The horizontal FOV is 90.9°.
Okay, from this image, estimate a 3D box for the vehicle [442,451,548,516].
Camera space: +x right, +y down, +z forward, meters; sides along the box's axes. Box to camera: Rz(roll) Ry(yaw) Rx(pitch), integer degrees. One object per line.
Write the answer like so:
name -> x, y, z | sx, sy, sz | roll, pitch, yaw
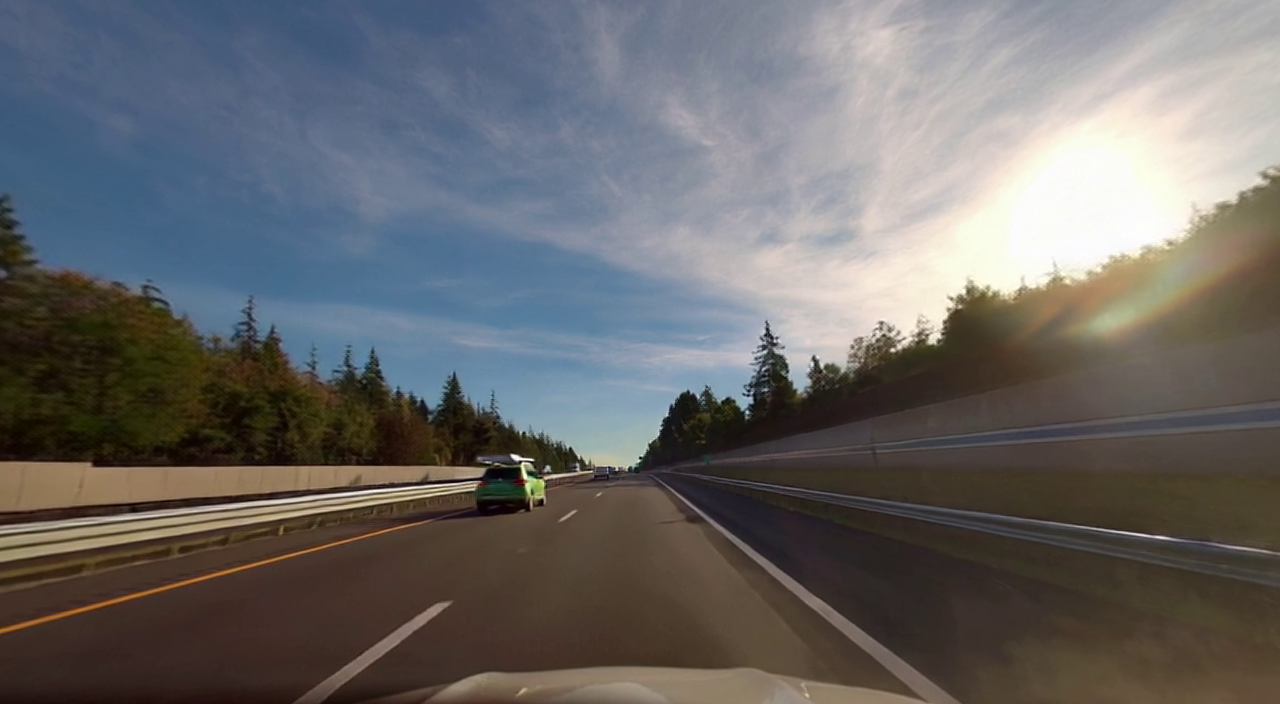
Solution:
vehicle -> -4.126, 3.853, 18.732 | 2.022, 1.650, 4.331 | 0, -11, 1
